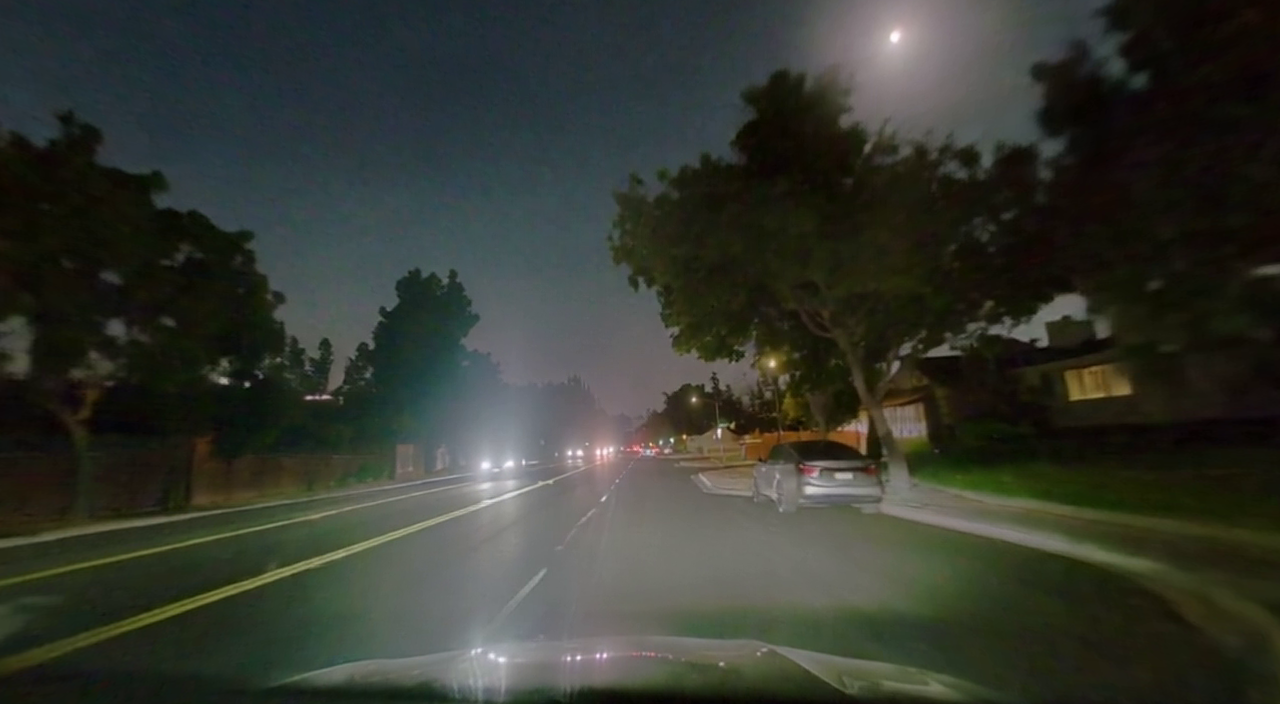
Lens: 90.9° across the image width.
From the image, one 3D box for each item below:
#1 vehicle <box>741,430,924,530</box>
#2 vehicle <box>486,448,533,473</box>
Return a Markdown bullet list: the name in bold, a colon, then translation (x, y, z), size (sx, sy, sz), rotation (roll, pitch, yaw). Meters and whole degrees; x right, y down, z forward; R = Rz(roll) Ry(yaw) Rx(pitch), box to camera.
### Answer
- **vehicle**: translation (3.333, 2.329, 12.083), size (2.011, 1.507, 4.769), rotation (0, -9, 0)
- **vehicle**: translation (-8.478, 7.083, 41.267), size (2.001, 1.508, 4.581), rotation (-1, -9, 1)
